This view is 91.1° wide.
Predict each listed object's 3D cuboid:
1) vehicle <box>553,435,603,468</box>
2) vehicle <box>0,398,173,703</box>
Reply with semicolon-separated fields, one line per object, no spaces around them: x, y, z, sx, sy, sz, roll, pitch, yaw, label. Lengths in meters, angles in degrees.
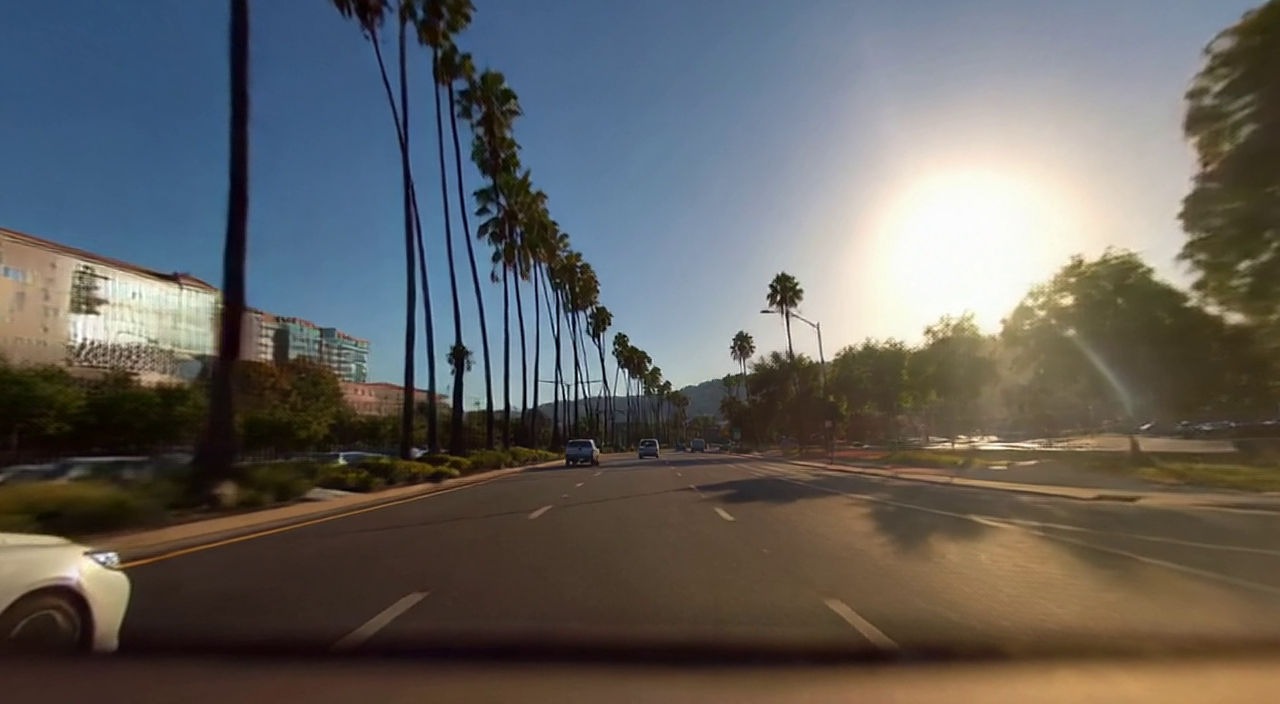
-3.535;5.782;36.737;2.188;1.819;4.667;0;-8;3;vehicle
-3.454;0.688;0.784;2.036;1.478;4.771;0;-8;0;vehicle
